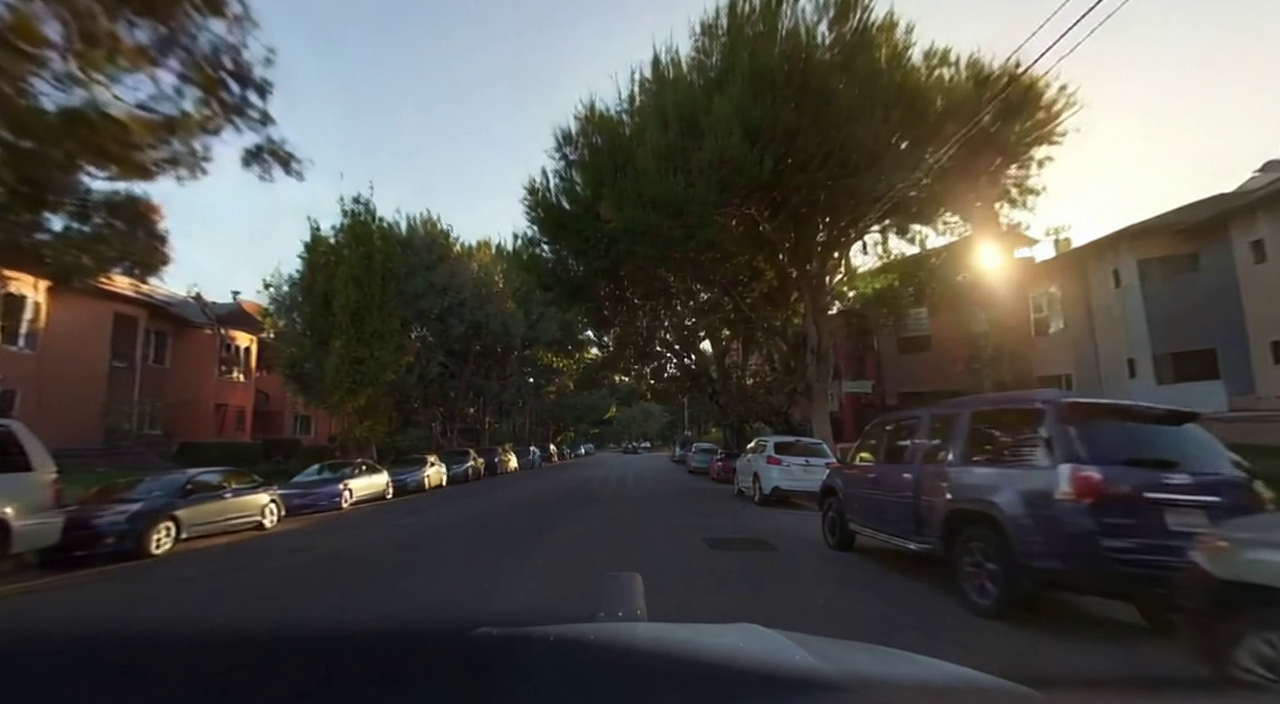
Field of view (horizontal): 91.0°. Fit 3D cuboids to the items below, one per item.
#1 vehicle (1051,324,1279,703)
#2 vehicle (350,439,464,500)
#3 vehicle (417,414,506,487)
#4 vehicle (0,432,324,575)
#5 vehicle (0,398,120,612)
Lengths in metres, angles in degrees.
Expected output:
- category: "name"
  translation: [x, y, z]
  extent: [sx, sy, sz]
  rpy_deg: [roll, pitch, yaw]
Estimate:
- category: "vehicle"
  translation: [3.922, 0.644, 1.526]
  extent: [2.214, 1.885, 5.268]
  rpy_deg: [0, -9, -1]
- category: "vehicle"
  translation: [-7.576, 3.835, 21.032]
  extent: [2.150, 1.774, 4.514]
  rpy_deg: [0, -9, -1]
- category: "vehicle"
  translation: [-7.497, 4.263, 27.218]
  extent: [2.294, 2.707, 6.199]
  rpy_deg: [-2, -9, -2]
- category: "vehicle"
  translation: [-7.235, 2.239, 10.167]
  extent: [1.978, 1.721, 4.589]
  rpy_deg: [-1, -9, -2]
- category: "vehicle"
  translation: [-7.290, 1.237, 4.394]
  extent: [2.205, 2.051, 6.109]
  rpy_deg: [-3, -10, -1]
